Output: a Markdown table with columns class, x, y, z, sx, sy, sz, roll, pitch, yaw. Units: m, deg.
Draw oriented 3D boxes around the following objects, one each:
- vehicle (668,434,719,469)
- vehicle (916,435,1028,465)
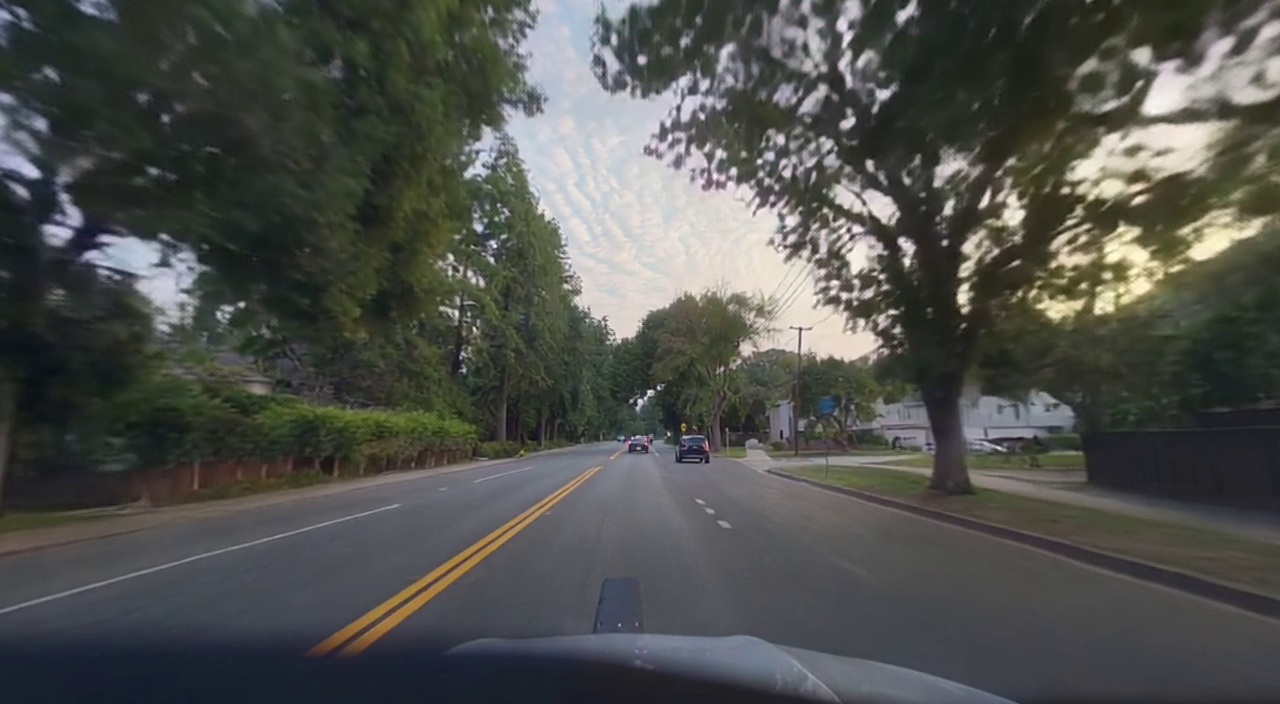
| class | x | y | z | sx | sy | sz | roll | pitch | yaw |
| --- | --- | --- | --- | --- | --- | --- | --- | --- | --- |
| vehicle | 2.351 | 4.538 | 28.775 | 1.975 | 1.497 | 3.647 | 0 | -8 | -1 |
| vehicle | 16.985 | 5.023 | 32.357 | 4.672 | 1.463 | 1.863 | 0 | -8 | 1 |
